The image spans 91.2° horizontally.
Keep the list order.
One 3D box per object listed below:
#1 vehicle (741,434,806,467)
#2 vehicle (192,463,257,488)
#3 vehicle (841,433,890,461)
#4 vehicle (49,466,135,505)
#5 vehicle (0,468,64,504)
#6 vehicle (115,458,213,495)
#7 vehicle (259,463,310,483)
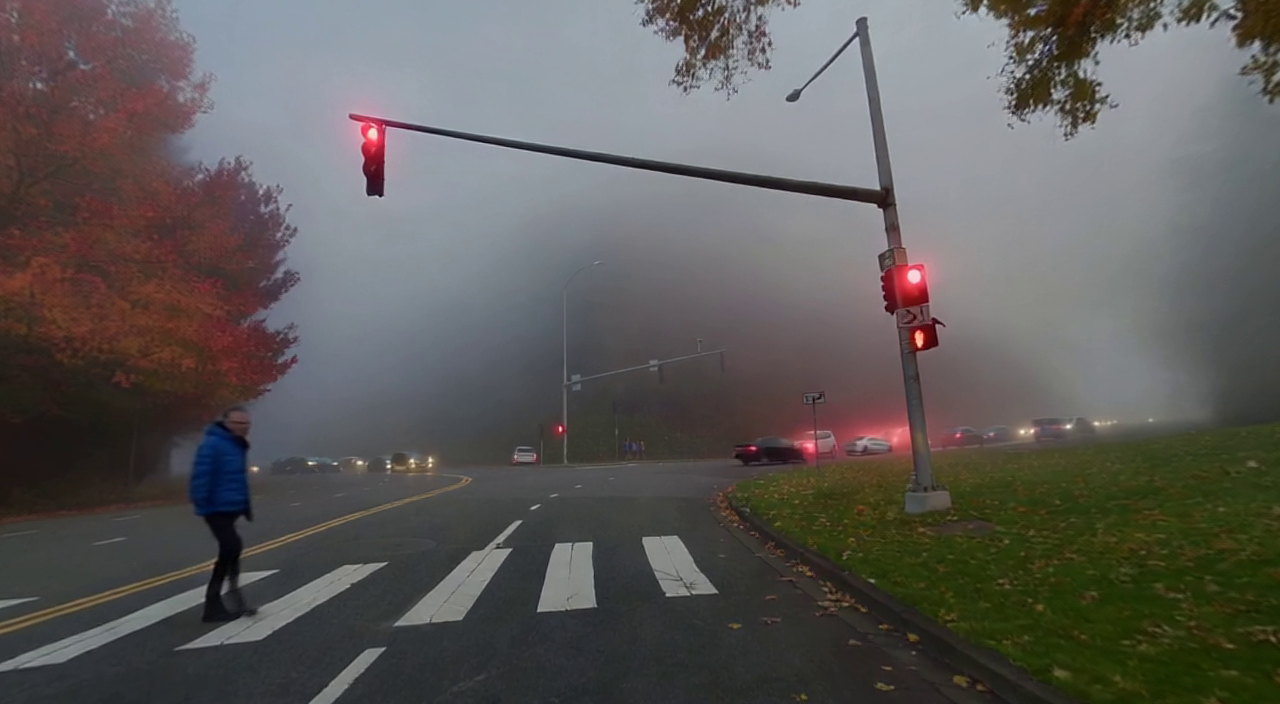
[{"bbox_3d":[8.268,6.020,38.484,2.036,1.849,4.811,-7,-11,36],"label":"vehicle"},{"bbox_3d":[-28.547,8.475,43.167,1.768,1.465,3.972,0,-9,-1],"label":"vehicle"},{"bbox_3d":[16.694,7.026,46.349,1.942,1.920,4.263,-8,-11,39],"label":"vehicle"},{"bbox_3d":[-25.429,6.155,29.248,1.694,1.528,4.225,3,-9,-23],"label":"vehicle"},{"bbox_3d":[-30.339,6.450,30.338,1.800,1.520,3.968,2,-9,-14],"label":"vehicle"},{"bbox_3d":[-27.835,7.271,36.906,2.064,1.913,5.081,0,-9,-4],"label":"vehicle"},{"bbox_3d":[-28.143,9.585,49.745,1.776,1.452,3.920,0,-9,0],"label":"vehicle"}]
